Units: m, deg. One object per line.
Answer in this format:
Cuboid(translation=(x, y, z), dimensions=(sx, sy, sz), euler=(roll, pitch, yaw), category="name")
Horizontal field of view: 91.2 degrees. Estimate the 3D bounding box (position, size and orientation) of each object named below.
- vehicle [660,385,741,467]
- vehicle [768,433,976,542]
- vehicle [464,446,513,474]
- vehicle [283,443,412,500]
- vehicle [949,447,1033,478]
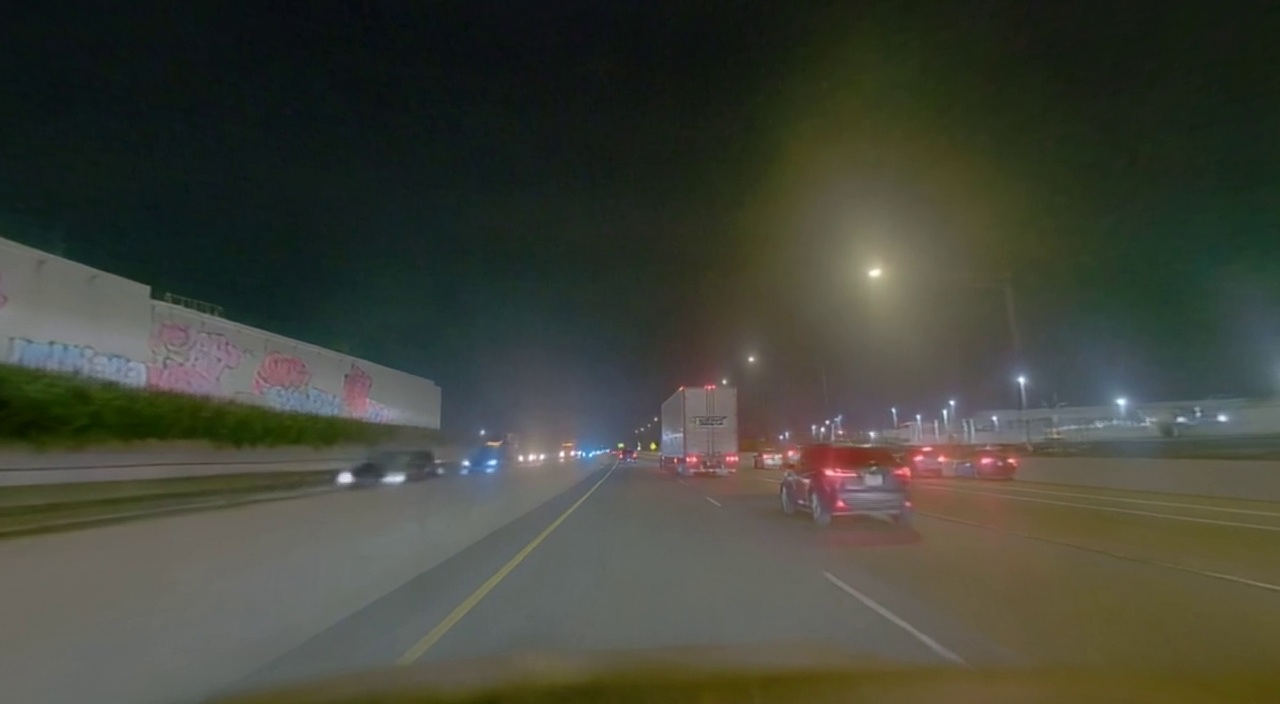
Cuboid(translation=(3.503, 5.309, 42.117), dimensions=(3.317, 4.314, 17.803), euler=(0, -9, -1), category="vehicle")
Cuboid(translation=(3.928, 2.380, 11.639), dimensions=(2.085, 1.588, 4.436), euler=(0, -9, -1), category="vehicle")
Cuboid(translation=(-8.882, 6.381, 37.105), dimensions=(1.892, 1.508, 3.980), euler=(0, -9, 0), category="vehicle")
Cuboid(translation=(-8.677, 3.561, 19.091), dimensions=(1.874, 1.494, 4.394), euler=(0, -9, -1), category="vehicle")
Cuboid(translation=(18.530, 5.861, 33.373), dimensions=(1.811, 1.499, 4.472), euler=(0, -9, -1), category="vehicle")
